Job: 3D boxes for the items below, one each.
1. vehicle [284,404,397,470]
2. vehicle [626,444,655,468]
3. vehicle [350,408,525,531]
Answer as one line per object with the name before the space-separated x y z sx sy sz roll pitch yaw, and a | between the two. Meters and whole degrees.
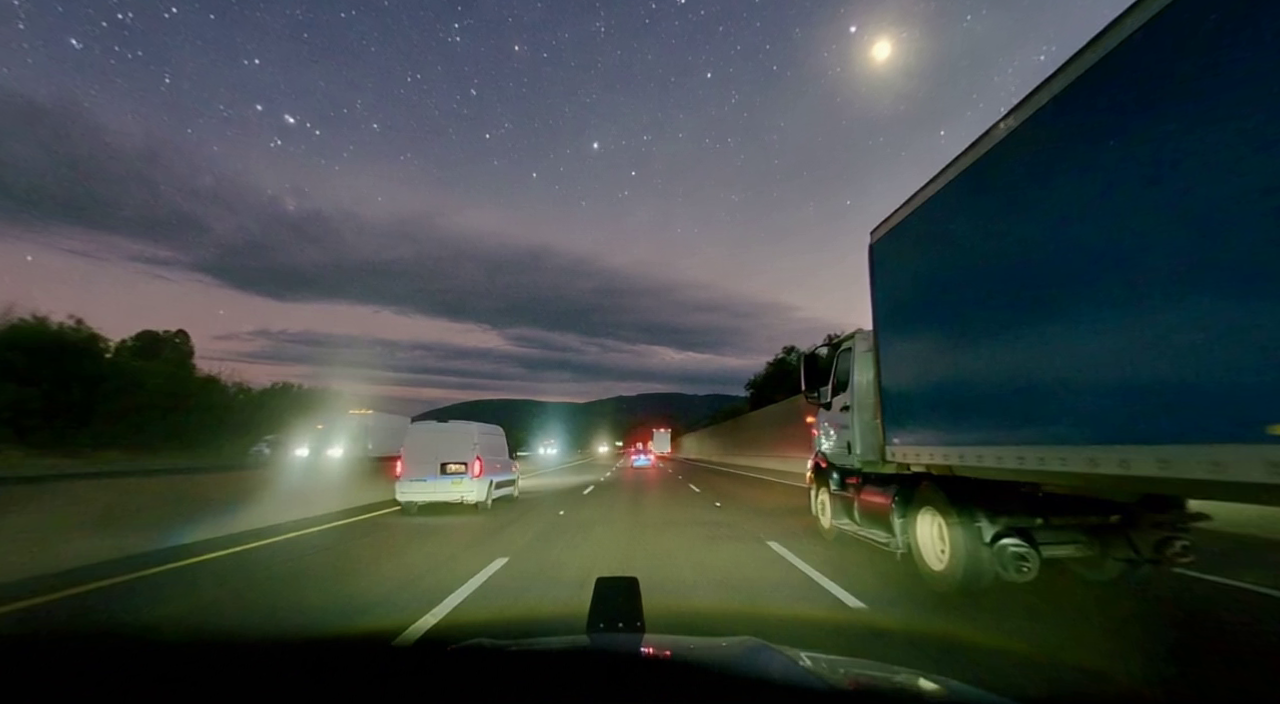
vehicle | -18.911 5.590 40.703 2.879 3.766 8.952 0 -9 0
vehicle | -0.007 8.109 49.377 2.166 1.747 4.299 0 -9 0
vehicle | -3.770 2.308 12.801 1.955 2.004 4.792 0 -9 0
